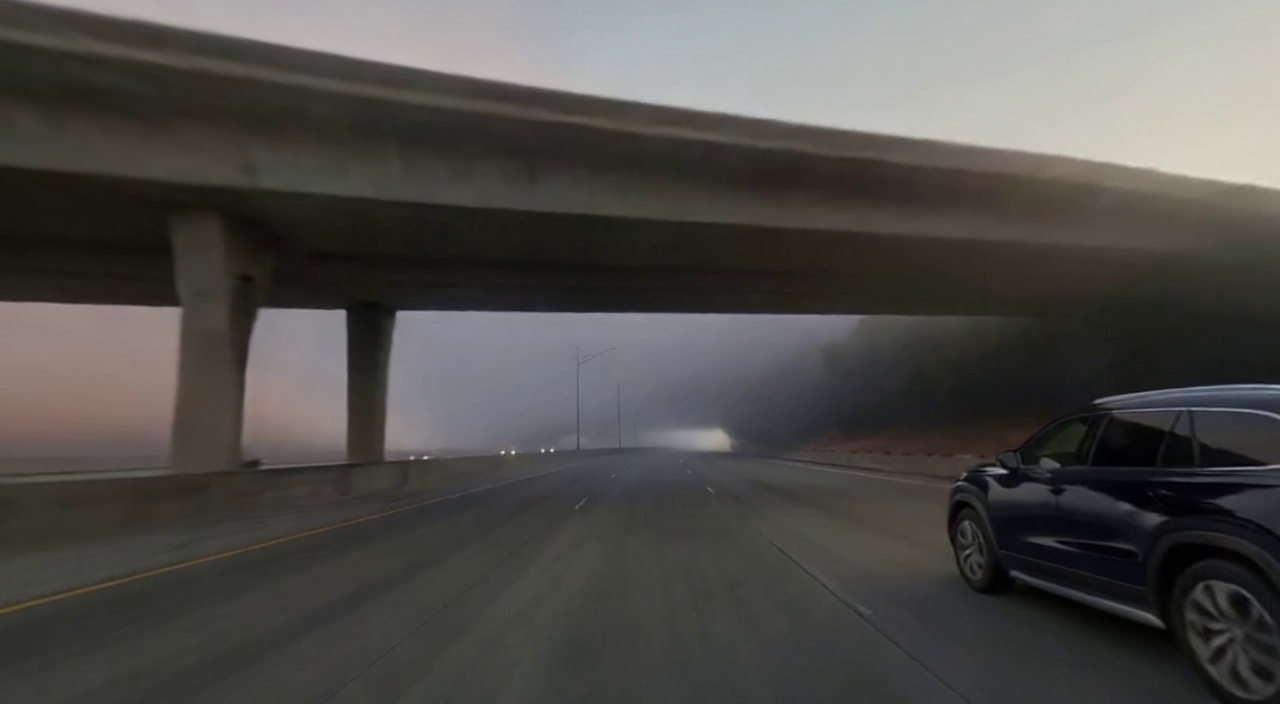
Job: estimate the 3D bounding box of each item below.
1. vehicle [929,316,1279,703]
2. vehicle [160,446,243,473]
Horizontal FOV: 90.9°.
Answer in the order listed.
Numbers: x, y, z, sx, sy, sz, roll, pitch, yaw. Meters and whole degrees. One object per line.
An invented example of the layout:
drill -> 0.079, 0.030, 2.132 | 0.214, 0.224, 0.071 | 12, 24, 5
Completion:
vehicle -> 3.593, 0.850, 3.335 | 2.019, 1.732, 4.579 | 0, -8, 1
vehicle -> -29.421, 7.191, 42.491 | 1.935, 1.691, 4.440 | -2, -9, 9
